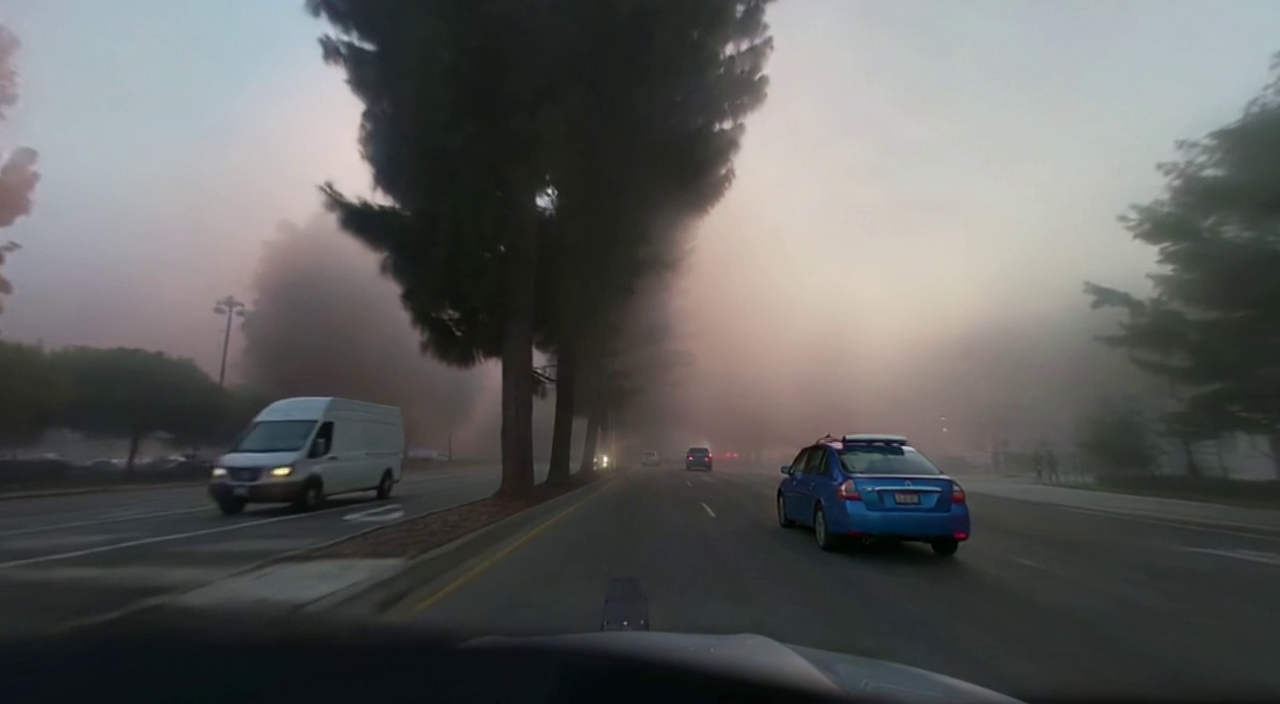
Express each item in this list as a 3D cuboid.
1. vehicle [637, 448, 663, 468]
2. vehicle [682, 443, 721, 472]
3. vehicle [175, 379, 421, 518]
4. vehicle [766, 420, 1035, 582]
[{"bbox_3d":[0.759,8.286,49.573,1.991,1.477,3.814,0,-9,1],"label":"vehicle"},{"bbox_3d":[4.098,7.130,42.884,2.154,1.844,4.634,0,-9,0],"label":"vehicle"},{"bbox_3d":[-8.420,2.528,16.812,2.524,2.885,6.868,1,-9,1],"label":"vehicle"},{"bbox_3d":[3.053,1.821,8.461,1.901,1.634,3.952,0,-9,0],"label":"vehicle"}]
